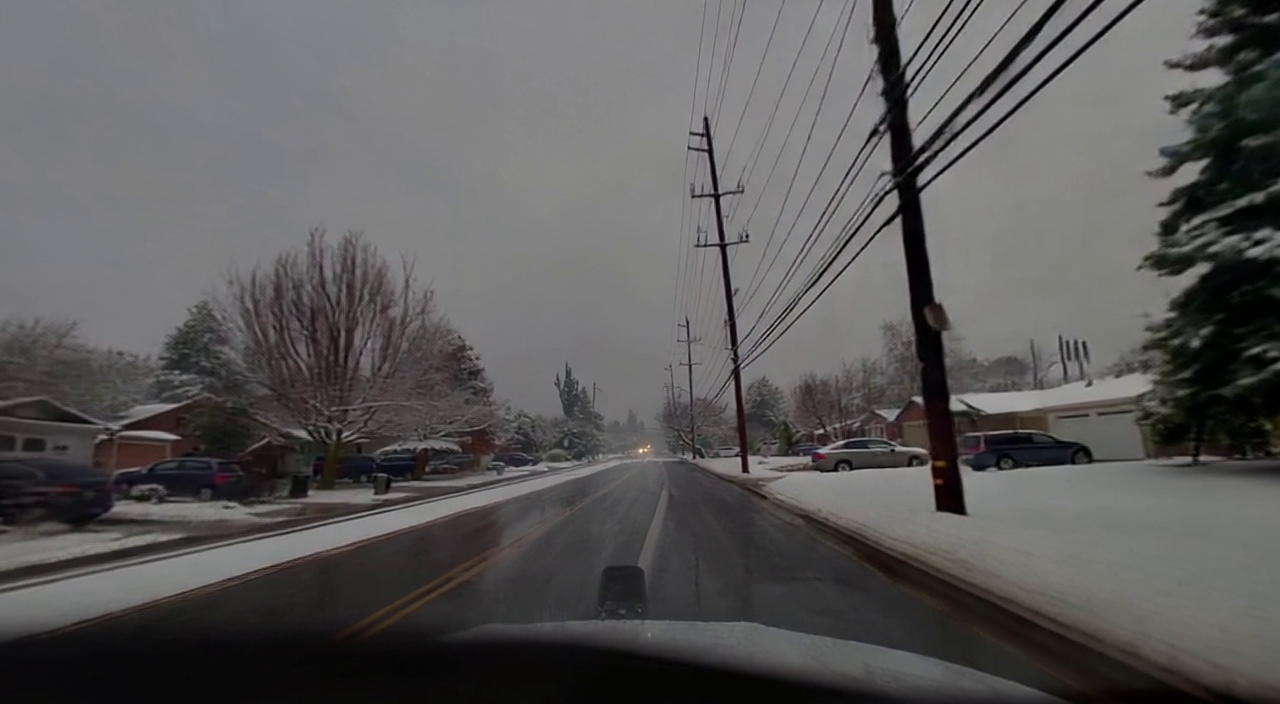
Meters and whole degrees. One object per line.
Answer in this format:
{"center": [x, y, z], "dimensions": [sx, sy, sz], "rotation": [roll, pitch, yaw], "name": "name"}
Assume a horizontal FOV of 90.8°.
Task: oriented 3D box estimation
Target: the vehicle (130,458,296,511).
{"center": [-14.244, 4.399, 21.229], "dimensions": [4.260, 1.588, 1.927], "rotation": [-1, -9, 5], "name": "vehicle"}

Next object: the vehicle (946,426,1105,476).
{"center": [13.026, 3.380, 21.556], "dimensions": [4.122, 1.610, 1.888], "rotation": [0, -9, 2], "name": "vehicle"}

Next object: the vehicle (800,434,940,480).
{"center": [9.339, 4.301, 25.997], "dimensions": [4.952, 1.775, 2.089], "rotation": [0, -9, 0], "name": "vehicle"}

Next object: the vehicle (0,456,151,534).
{"center": [-15.064, 3.455, 15.617], "dimensions": [4.500, 1.714, 1.924], "rotation": [-1, -9, 7], "name": "vehicle"}

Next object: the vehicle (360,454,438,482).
{"center": [-15.307, 7.367, 40.153], "dimensions": [4.265, 1.583, 1.913], "rotation": [-5, -9, 14], "name": "vehicle"}
